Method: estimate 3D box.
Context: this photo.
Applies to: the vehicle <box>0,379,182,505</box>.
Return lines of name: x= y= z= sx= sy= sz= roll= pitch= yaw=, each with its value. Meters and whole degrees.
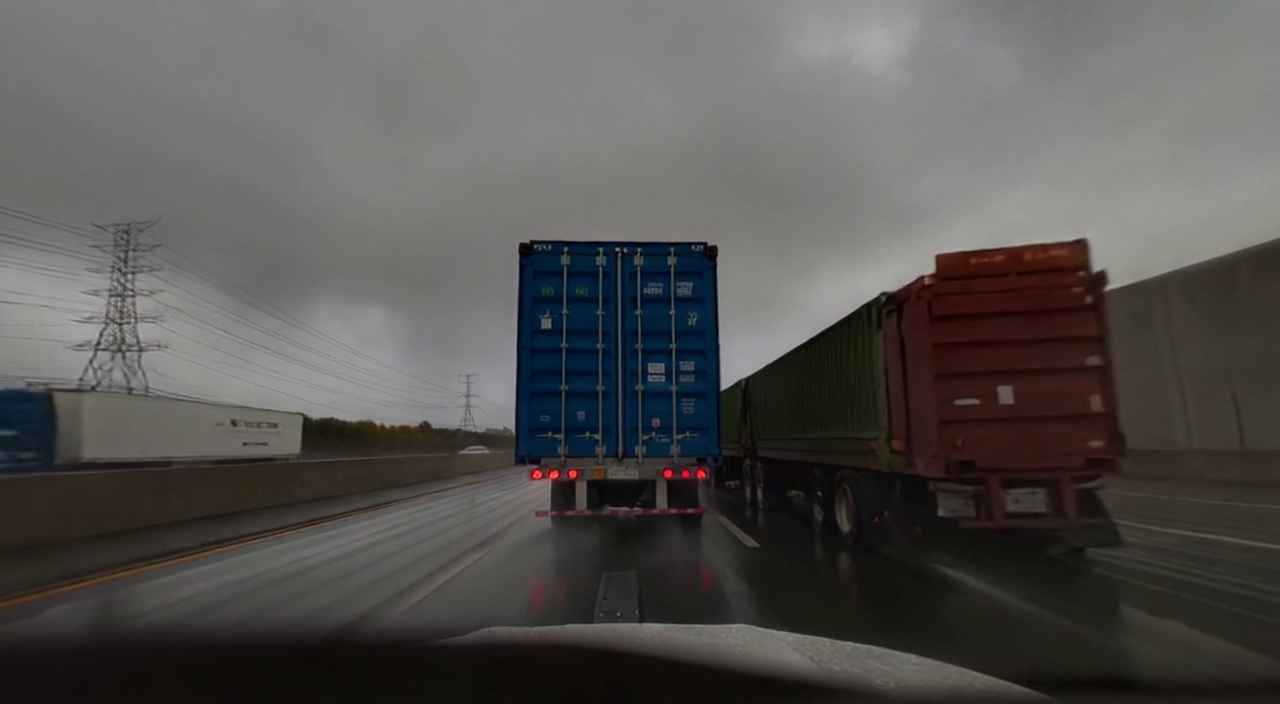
vehicle: x=-20.288 y=3.114 z=21.549 sx=3.024 sy=3.645 sz=8.371 roll=0 pitch=-9 yaw=0

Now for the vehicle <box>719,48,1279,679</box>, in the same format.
vehicle: x=3.610 y=0.891 z=10.474 sx=2.797 sy=4.023 sz=13.066 roll=0 pitch=-9 yaw=0

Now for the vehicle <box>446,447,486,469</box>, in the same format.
vehicle: x=-13.137 y=8.008 z=47.926 sx=1.950 sy=1.526 sz=3.713 roll=-1 pitch=-9 yaw=1

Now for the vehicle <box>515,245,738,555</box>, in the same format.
vehicle: x=-0.132 y=1.459 z=14.313 sx=2.841 sy=4.071 sz=12.046 roll=-1 pitch=-9 yaw=0
